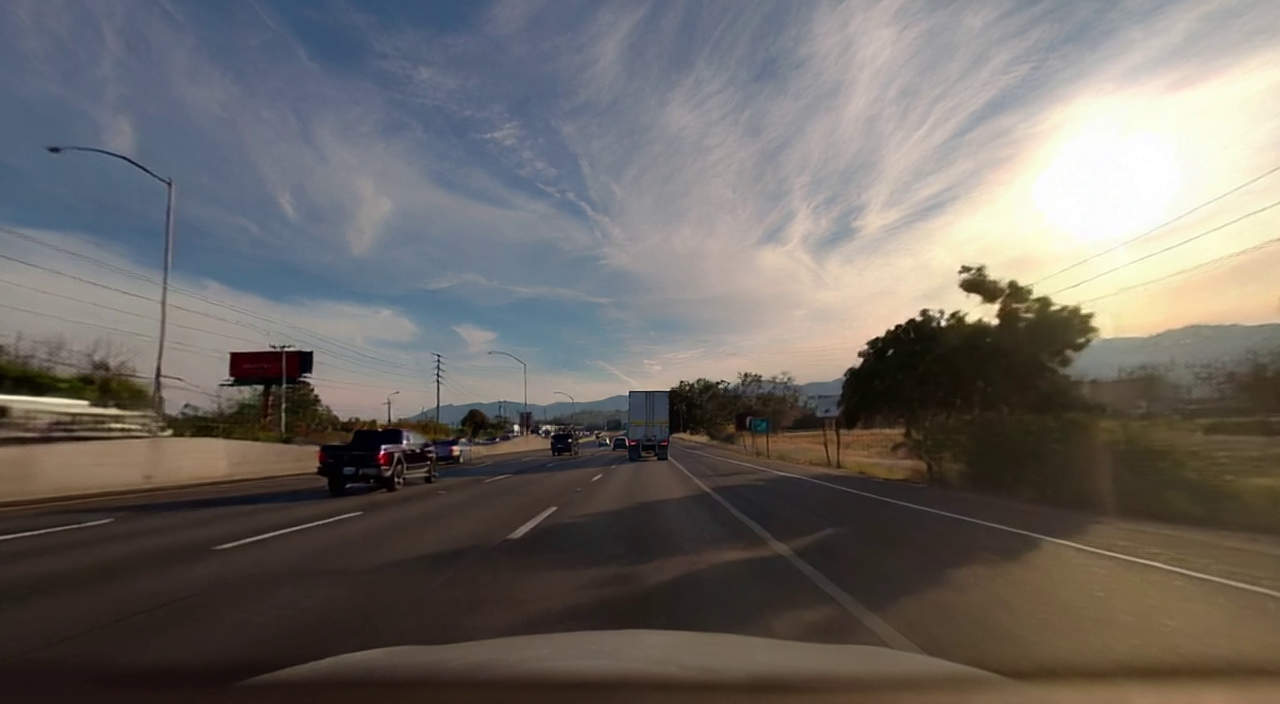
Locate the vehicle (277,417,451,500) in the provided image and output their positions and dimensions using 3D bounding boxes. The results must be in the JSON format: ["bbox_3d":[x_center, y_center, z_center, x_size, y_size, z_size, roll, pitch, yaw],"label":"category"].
[{"bbox_3d":[-7.030,2.796,16.913,2.197,1.847,5.364,0,-8,0],"label":"vehicle"}]

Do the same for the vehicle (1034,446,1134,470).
[{"bbox_3d":[28.463,6.768,40.587,1.757,1.437,4.897,5,-10,-30],"label":"vehicle"}]

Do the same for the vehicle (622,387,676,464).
[{"bbox_3d":[0.659,4.704,39.121,2.879,4.027,11.243,0,-8,2],"label":"vehicle"}]
